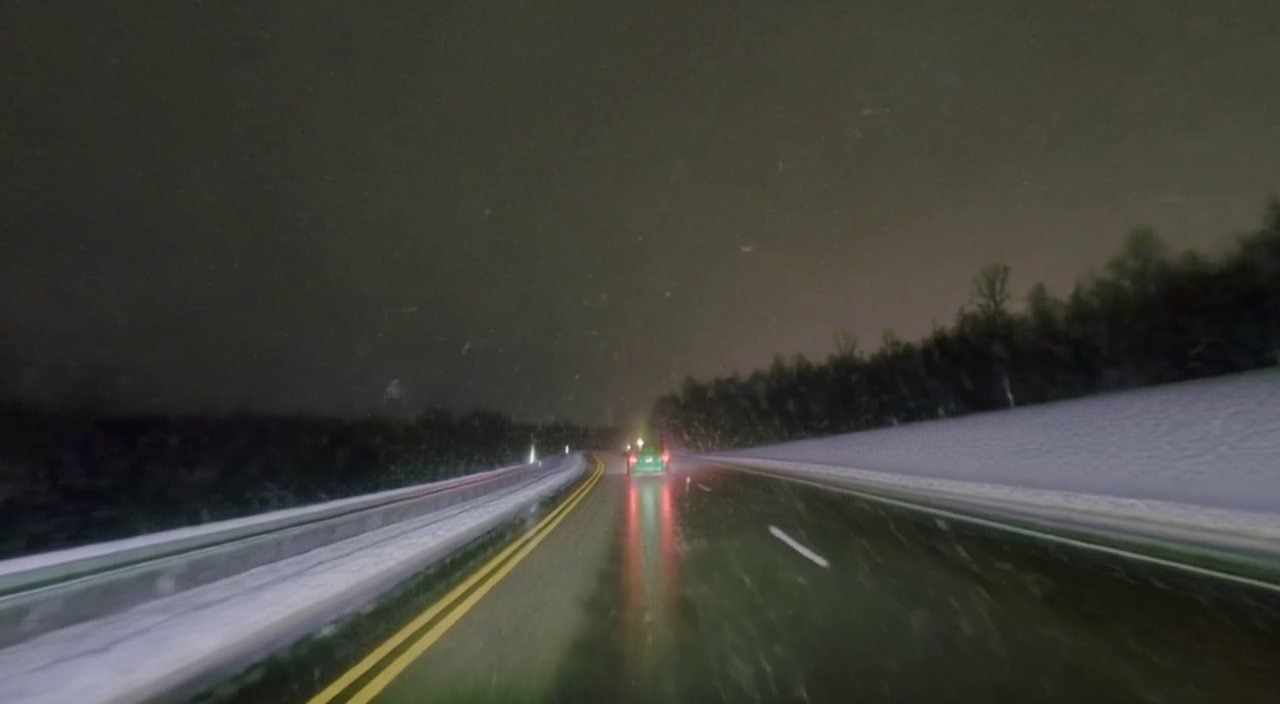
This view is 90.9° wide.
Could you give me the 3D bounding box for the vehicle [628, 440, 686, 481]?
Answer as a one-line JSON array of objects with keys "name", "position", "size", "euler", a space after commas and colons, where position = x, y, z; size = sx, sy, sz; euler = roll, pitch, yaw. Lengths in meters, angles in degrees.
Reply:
[{"name": "vehicle", "position": [0.575, 4.321, 25.347], "size": [2.029, 1.474, 4.183], "euler": [0, -9, -2]}]
